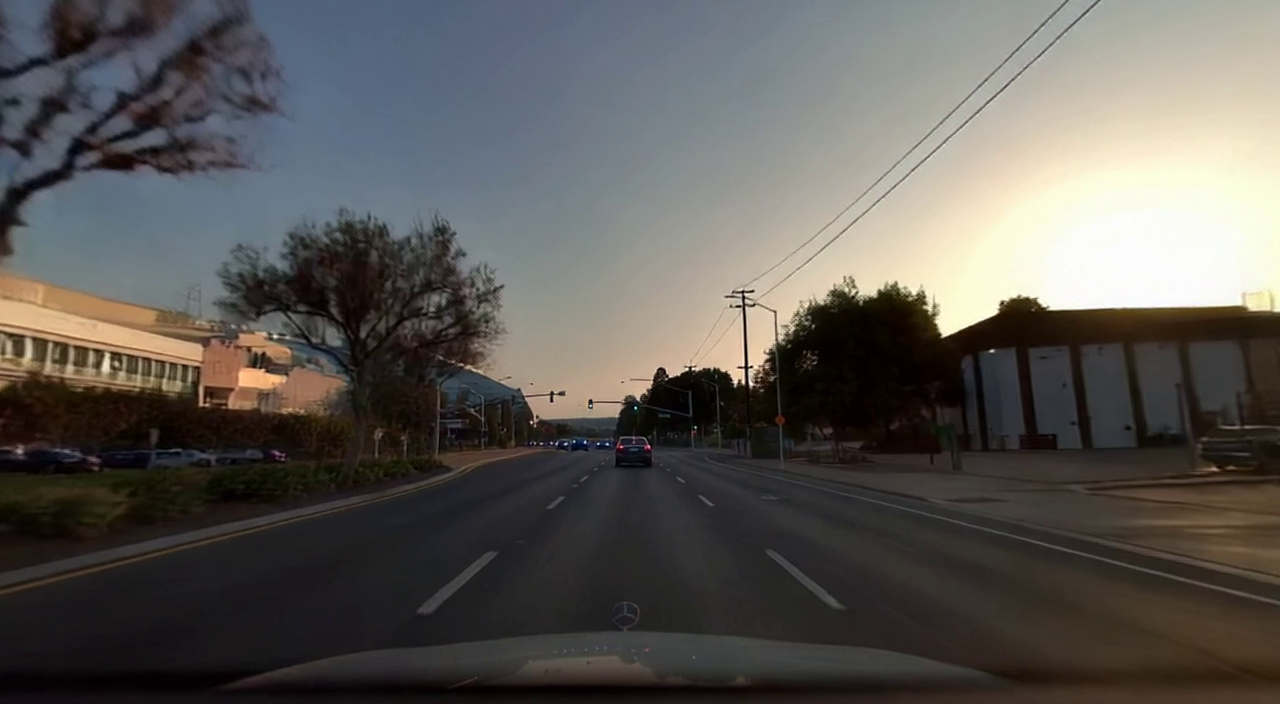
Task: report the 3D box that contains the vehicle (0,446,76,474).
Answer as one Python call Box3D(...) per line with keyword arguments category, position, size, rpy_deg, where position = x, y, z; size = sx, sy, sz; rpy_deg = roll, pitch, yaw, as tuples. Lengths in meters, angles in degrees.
Box3D(category="vehicle", position=(-39.195, 6.991, 41.302), size=(2.271, 1.687, 4.754), rpy_deg=(4, -9, -28))

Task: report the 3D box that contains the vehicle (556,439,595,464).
Box3D(category="vehicle", position=(-4.026, 6.289, 40.115), size=(2.075, 1.474, 4.367), rpy_deg=(0, -8, 0))

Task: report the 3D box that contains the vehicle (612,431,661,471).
Box3D(category="vehicle", position=(-0.207, 4.813, 30.763), size=(2.188, 1.782, 3.982), rpy_deg=(0, -8, -1))

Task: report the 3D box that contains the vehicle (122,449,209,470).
Box3D(category="vehicle", position=(-34.320, 7.809, 45.797), size=(4.608, 1.435, 2.076), rpy_deg=(0, -8, -1))
